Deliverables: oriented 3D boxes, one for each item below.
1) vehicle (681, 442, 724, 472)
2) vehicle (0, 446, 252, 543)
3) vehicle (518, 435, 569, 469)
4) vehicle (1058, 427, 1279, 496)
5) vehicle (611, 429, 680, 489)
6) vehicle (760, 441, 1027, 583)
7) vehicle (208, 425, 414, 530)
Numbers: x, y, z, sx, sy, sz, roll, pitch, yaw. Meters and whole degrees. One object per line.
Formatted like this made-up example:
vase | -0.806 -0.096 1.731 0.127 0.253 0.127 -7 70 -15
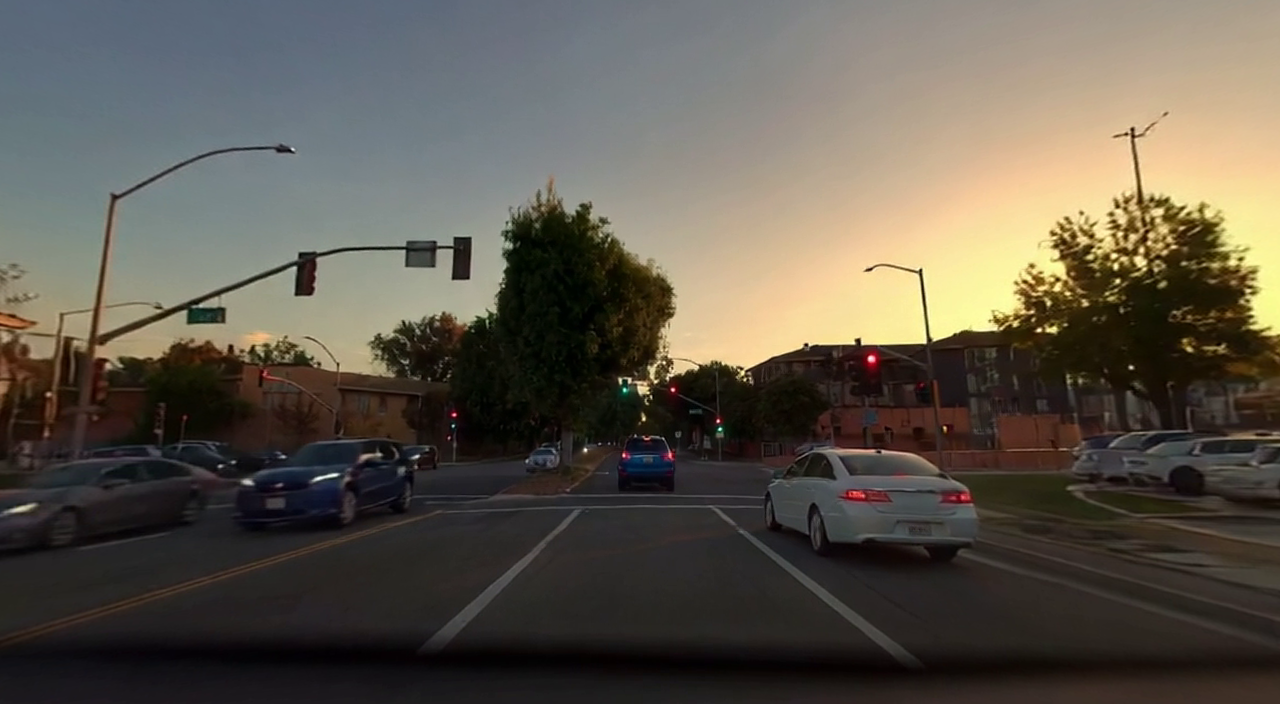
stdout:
vehicle | 3.733 6.346 38.211 2.138 1.729 4.178 0 -8 -1
vehicle | -10.380 2.713 12.761 1.943 1.552 4.670 0 -8 0
vehicle | -6.156 6.440 40.659 2.374 2.031 5.737 0 -8 0
vehicle | 13.597 2.743 15.890 4.507 1.610 2.045 0 -8 0
vehicle | 0.166 3.846 22.918 2.296 1.947 4.168 0 -8 0
vehicle | 3.123 2.028 8.923 1.900 1.478 4.425 0 -8 -1
vehicle | -6.656 2.554 13.422 1.957 1.836 4.434 0 -8 0
